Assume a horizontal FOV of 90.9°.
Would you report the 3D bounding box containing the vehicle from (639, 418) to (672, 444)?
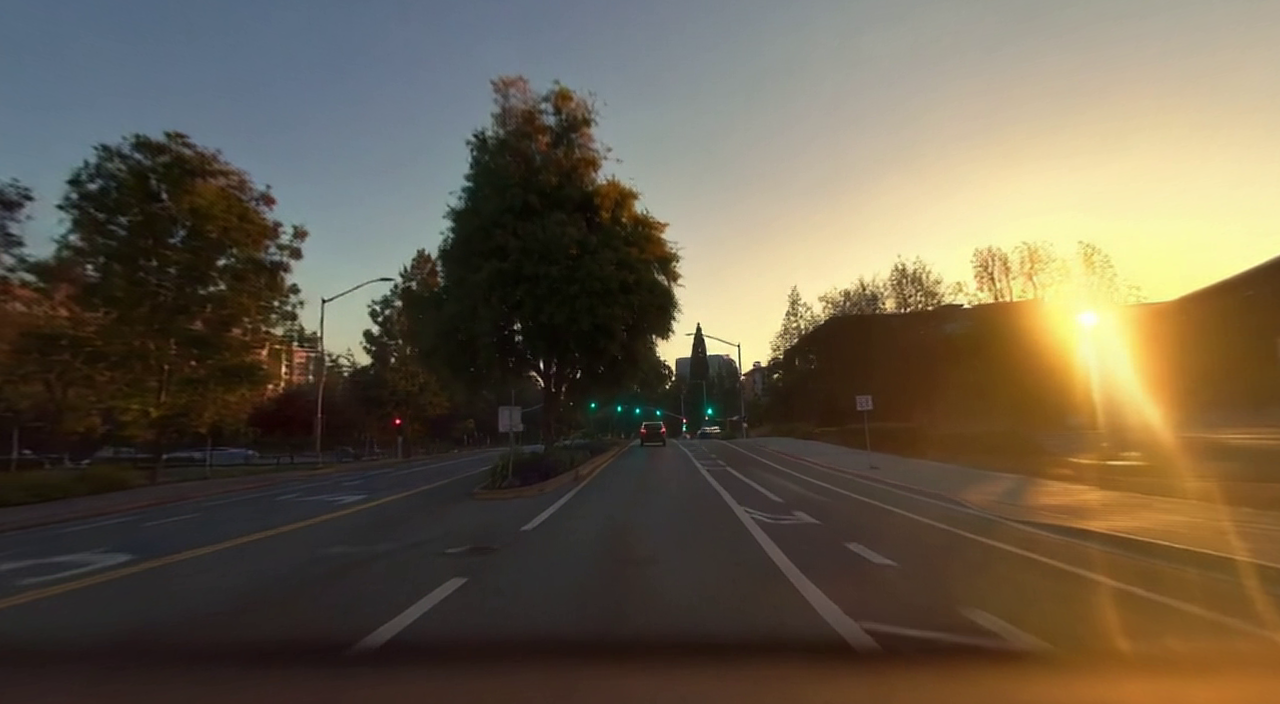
[{"bbox_3d":[1.157,6.217,49.258,2.371,1.926,5.099,0,-8,0],"label":"vehicle"}]
